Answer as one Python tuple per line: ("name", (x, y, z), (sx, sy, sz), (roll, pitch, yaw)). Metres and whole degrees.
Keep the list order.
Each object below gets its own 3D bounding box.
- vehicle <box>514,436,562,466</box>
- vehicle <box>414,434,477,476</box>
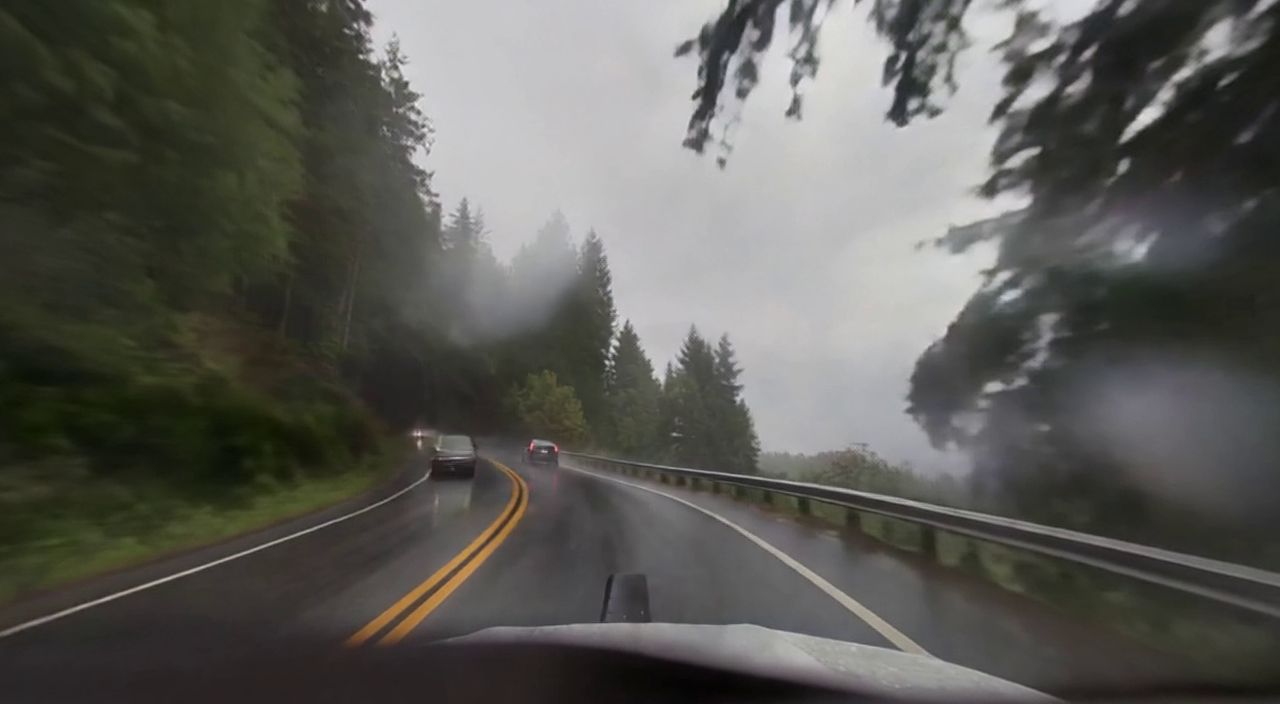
("vehicle", (-5.672, 5.407, 34.617), (2.120, 1.491, 4.349), (3, -8, -14))
("vehicle", (-8.155, 4.350, 26.862), (2.167, 1.602, 4.548), (2, -8, -13))
